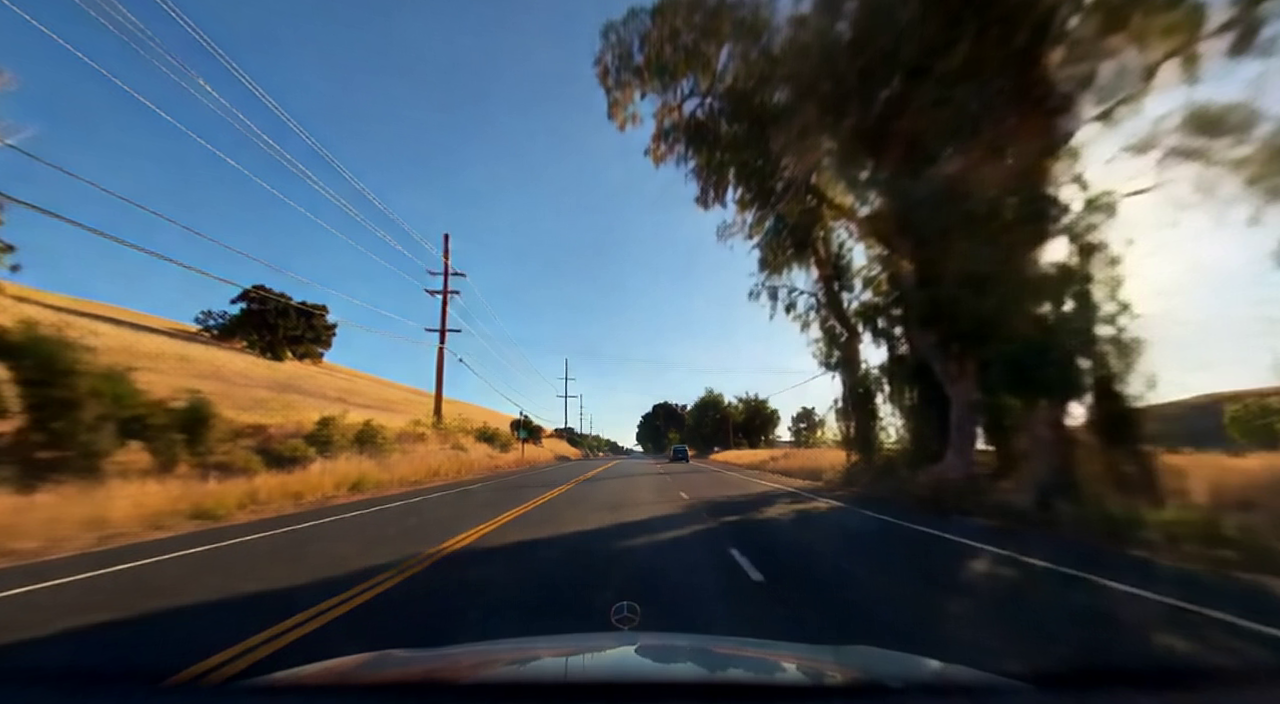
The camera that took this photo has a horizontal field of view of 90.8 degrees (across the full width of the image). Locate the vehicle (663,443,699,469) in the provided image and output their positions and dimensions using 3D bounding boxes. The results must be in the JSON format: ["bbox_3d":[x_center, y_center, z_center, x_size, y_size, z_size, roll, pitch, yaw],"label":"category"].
[{"bbox_3d":[2.843,7.337,44.659,2.135,1.692,4.185,0,-9,-2],"label":"vehicle"}]
